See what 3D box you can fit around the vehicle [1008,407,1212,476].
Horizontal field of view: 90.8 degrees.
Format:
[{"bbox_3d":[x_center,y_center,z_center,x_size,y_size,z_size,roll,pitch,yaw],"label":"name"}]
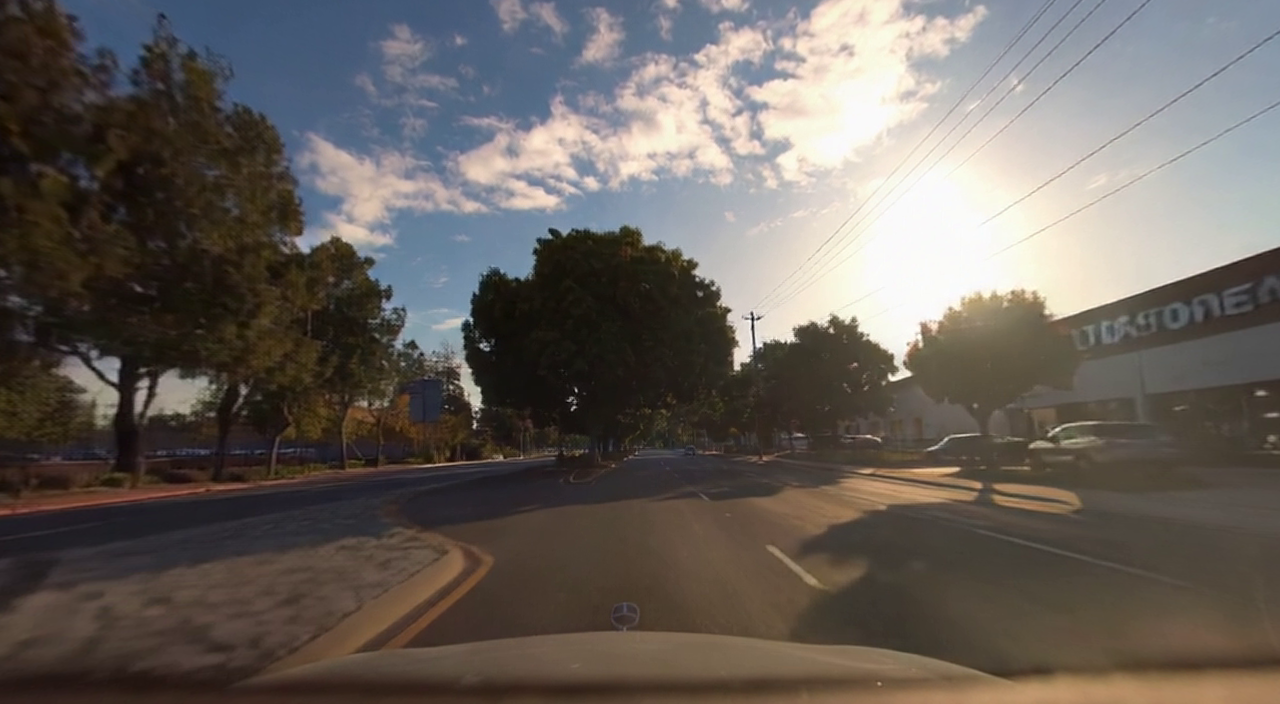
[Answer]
[{"bbox_3d":[14.874,2.943,20.595,2.195,1.926,5.466,1,-9,-3],"label":"vehicle"}]
